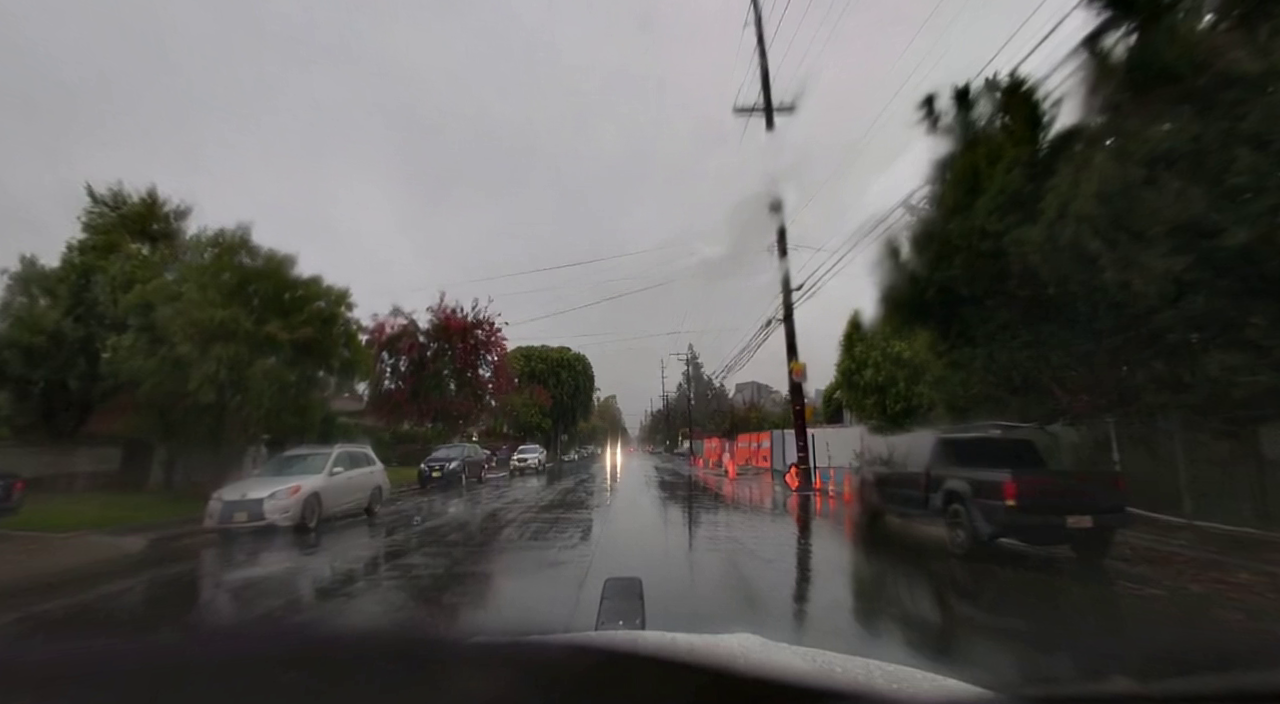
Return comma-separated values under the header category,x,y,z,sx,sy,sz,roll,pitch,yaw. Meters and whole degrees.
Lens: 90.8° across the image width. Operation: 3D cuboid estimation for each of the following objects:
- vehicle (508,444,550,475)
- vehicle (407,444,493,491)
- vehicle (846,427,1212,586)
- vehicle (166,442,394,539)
category,x,y,z,sx,sy,sz,roll,pitch,yaw
vehicle,-6.710,6.547,38.565,1.932,1.743,4.079,-2,-9,-2
vehicle,-7.636,4.651,25.946,2.019,1.723,4.650,0,-8,1
vehicle,4.515,1.832,8.450,2.052,1.514,4.577,0,-8,1
vehicle,-6.827,2.664,12.743,1.934,1.552,4.636,1,-9,-1
